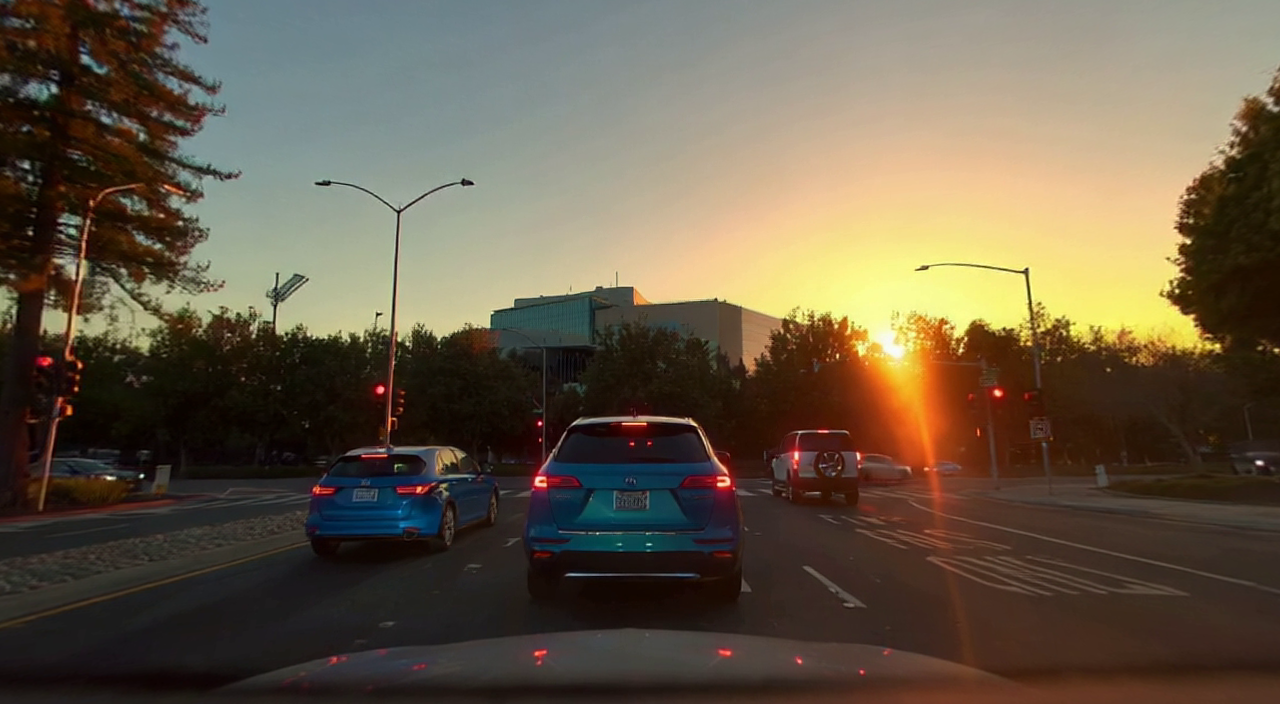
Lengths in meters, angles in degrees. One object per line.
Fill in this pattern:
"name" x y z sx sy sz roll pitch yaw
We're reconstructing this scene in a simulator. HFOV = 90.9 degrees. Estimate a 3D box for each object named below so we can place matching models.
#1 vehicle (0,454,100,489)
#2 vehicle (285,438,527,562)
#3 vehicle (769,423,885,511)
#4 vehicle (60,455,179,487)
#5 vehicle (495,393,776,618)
"vehicle" -27.042 5.277 27.959 4.198 1.444 1.765 2 -9 -15
"vehicle" -3.192 2.091 9.764 1.913 1.453 4.413 0 -8 2
"vehicle" 4.816 3.004 16.927 2.084 2.053 4.073 -1 -8 4
"vehicle" -25.963 5.946 31.610 4.140 1.444 1.742 2 -9 -15
"vehicle" -0.028 1.525 7.179 2.203 1.757 4.286 0 -8 0
